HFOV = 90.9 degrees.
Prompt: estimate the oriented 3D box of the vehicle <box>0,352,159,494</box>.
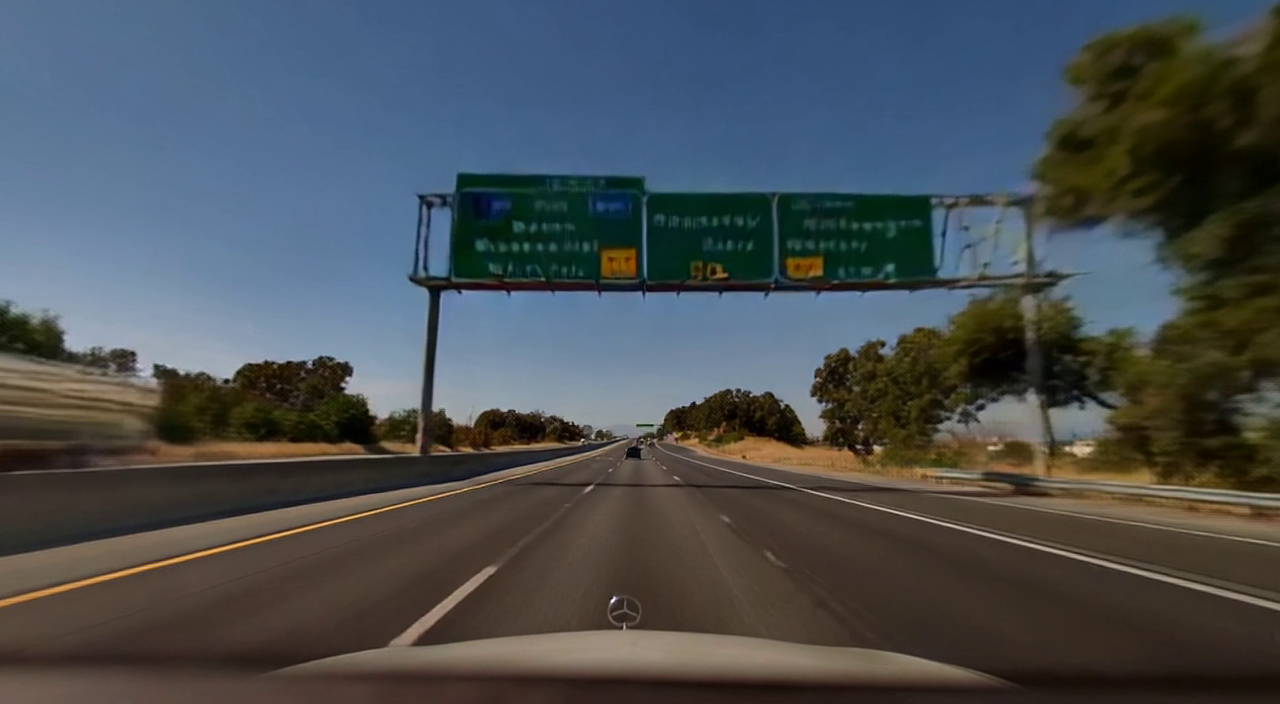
[{"bbox_3d":[-19.325,1.680,15.612,3.084,3.900,14.884,0,-9,0],"label":"vehicle"}]
